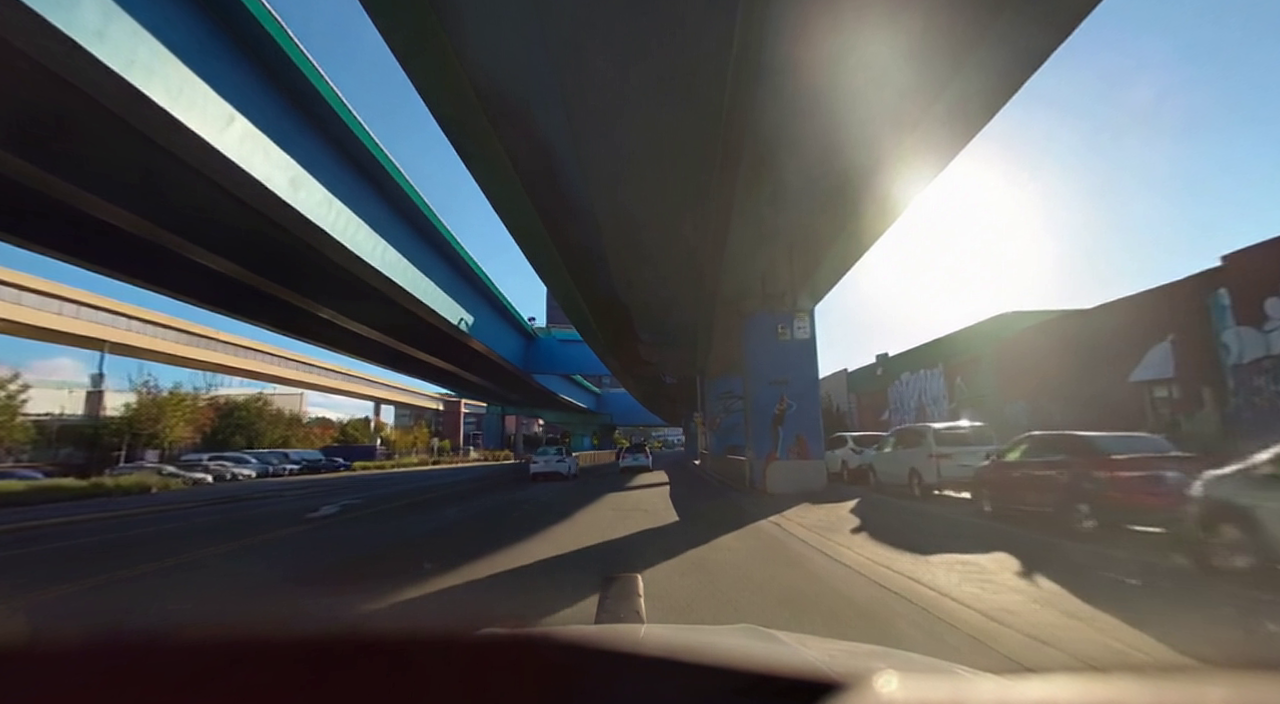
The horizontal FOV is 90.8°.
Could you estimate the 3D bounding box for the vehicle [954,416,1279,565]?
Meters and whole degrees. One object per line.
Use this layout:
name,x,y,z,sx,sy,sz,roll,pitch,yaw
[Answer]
vehicle,6.646,1.857,9.193,1.871,1.619,4.408,0,-9,0

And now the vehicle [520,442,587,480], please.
vehicle,-3.665,4.714,27.634,2.024,1.533,4.549,-1,-9,3

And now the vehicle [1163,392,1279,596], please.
vehicle,6.437,1.090,4.568,1.940,1.738,3.956,0,-9,2

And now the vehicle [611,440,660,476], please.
vehicle,-0.163,4.894,29.435,2.155,1.571,3.734,0,-9,1

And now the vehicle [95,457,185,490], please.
vehicle,-29.462,7.147,37.441,2.035,1.764,4.157,1,-9,-4

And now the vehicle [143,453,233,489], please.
vehicle,-27.002,7.095,37.974,1.971,1.939,4.729,1,-9,-1

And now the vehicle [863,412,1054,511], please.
vehicle,6.992,2.467,14.555,2.114,1.911,4.402,0,-9,1

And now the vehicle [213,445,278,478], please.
vehicle,-30.384,8.387,48.807,1.933,2.393,4.896,0,-8,-2
